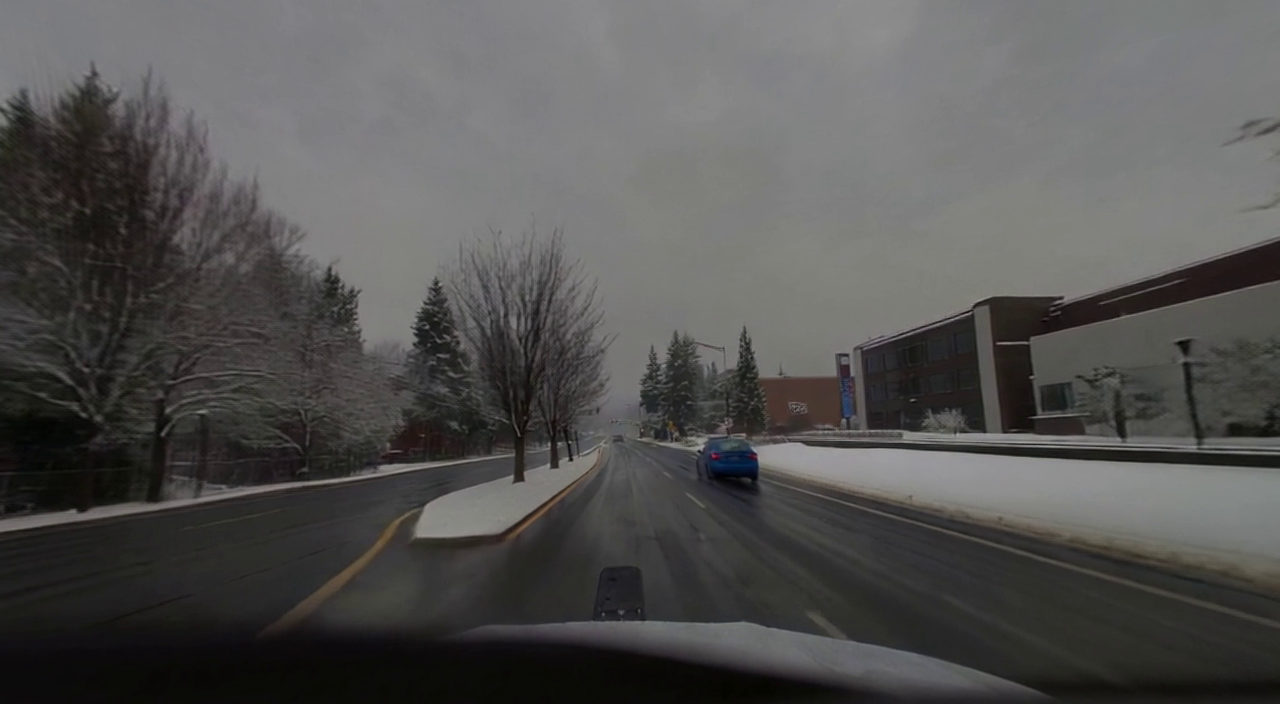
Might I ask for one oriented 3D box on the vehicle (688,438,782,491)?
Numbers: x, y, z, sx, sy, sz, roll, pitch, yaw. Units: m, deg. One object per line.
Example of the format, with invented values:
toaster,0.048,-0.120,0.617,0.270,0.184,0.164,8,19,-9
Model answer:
vehicle,2.898,3.551,20.350,2.114,1.493,4.430,0,-9,-3
